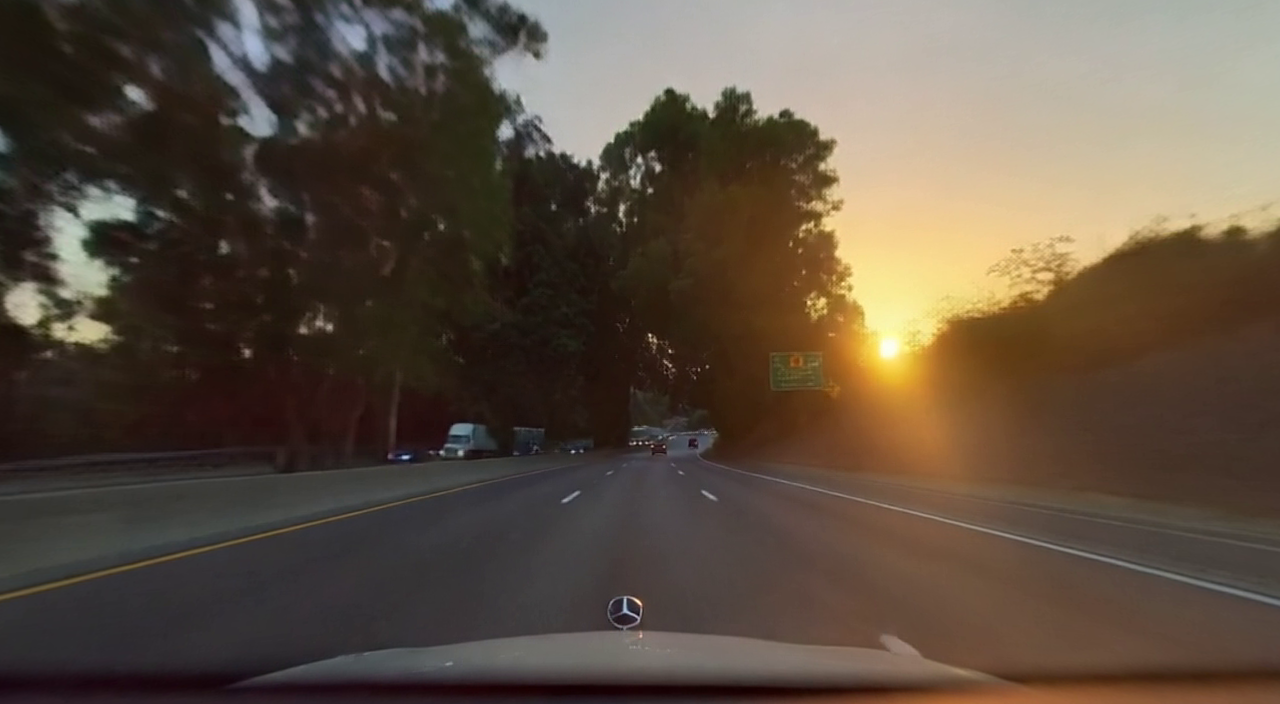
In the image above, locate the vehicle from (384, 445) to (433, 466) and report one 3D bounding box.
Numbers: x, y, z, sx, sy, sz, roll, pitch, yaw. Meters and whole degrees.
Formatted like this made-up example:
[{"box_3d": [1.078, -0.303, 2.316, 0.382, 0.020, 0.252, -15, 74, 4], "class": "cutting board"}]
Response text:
[{"box_3d": [-17.491, 7.850, 47.801, 1.887, 1.510, 4.466, -1, -9, 2], "class": "vehicle"}]
